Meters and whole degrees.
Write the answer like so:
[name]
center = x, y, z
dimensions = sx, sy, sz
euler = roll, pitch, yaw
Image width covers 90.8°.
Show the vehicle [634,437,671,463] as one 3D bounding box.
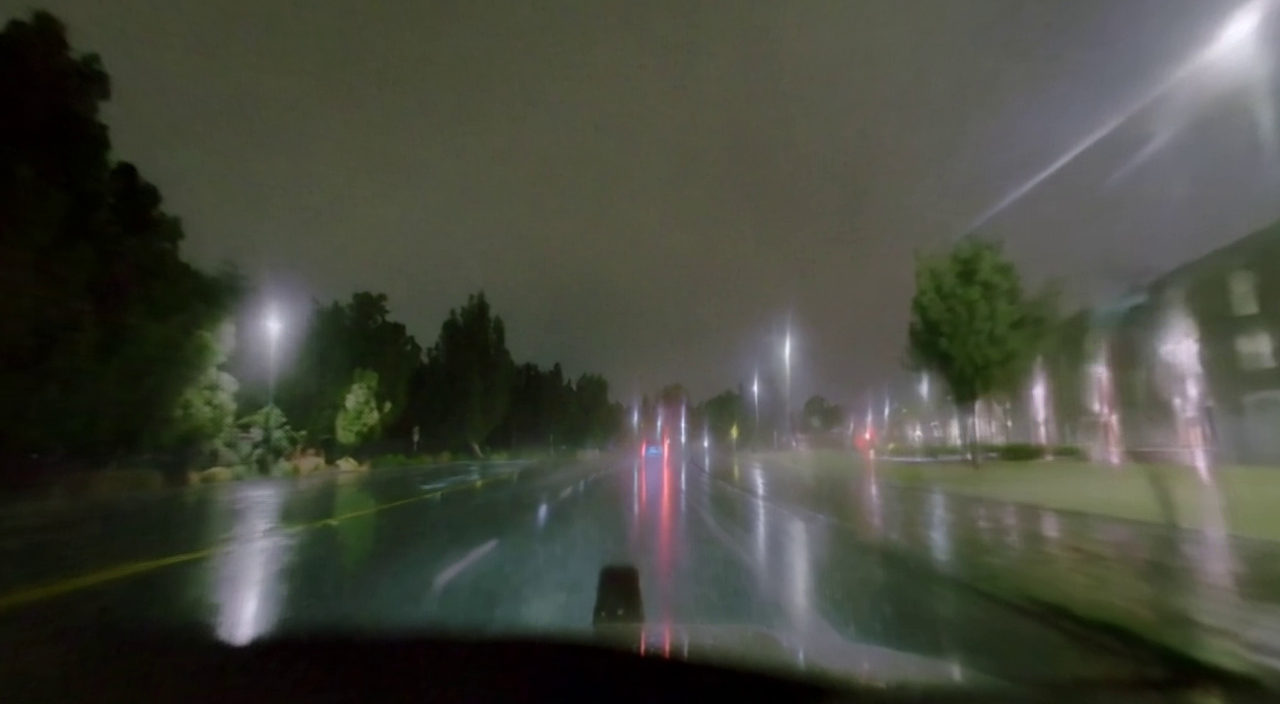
[vehicle]
center = 0.963, 7.180, 46.297
dimensions = 2.370, 1.781, 4.440
euler = -1, -9, 5
